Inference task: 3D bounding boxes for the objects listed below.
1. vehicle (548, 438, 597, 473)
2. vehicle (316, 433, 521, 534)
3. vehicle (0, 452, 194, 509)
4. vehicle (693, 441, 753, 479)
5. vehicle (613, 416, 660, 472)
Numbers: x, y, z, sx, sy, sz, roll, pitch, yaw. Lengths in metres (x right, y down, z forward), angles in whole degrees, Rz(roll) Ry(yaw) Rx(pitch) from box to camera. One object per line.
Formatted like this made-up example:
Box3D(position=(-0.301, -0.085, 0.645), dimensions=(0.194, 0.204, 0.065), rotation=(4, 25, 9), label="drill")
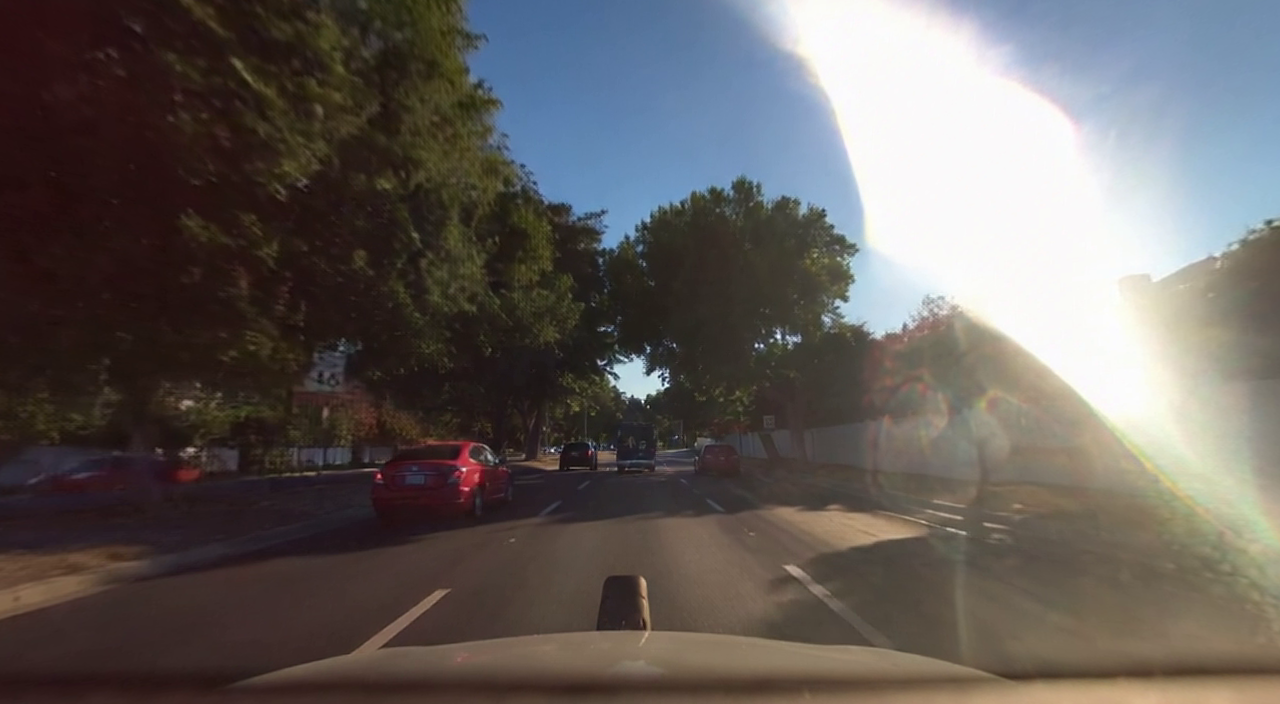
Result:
Box3D(position=(-3.541, 5.506, 33.708), dimensions=(2.021, 1.715, 4.329), rotation=(0, -8, 1), label="vehicle")
Box3D(position=(-3.733, 2.293, 11.664), dimensions=(2.036, 1.474, 4.647), rotation=(0, -8, 1), label="vehicle")
Box3D(position=(-17.365, 4.056, 20.413), dimensions=(1.931, 1.525, 5.106), rotation=(0, -8, 1), label="vehicle")
Box3D(position=(3.487, 4.624, 27.144), dimensions=(1.945, 1.469, 4.258), rotation=(0, -8, -1), label="vehicle")
Box3D(position=(-0.192, 4.948, 33.803), dimensions=(2.311, 2.726, 5.814), rotation=(0, -8, 0), label="vehicle")
